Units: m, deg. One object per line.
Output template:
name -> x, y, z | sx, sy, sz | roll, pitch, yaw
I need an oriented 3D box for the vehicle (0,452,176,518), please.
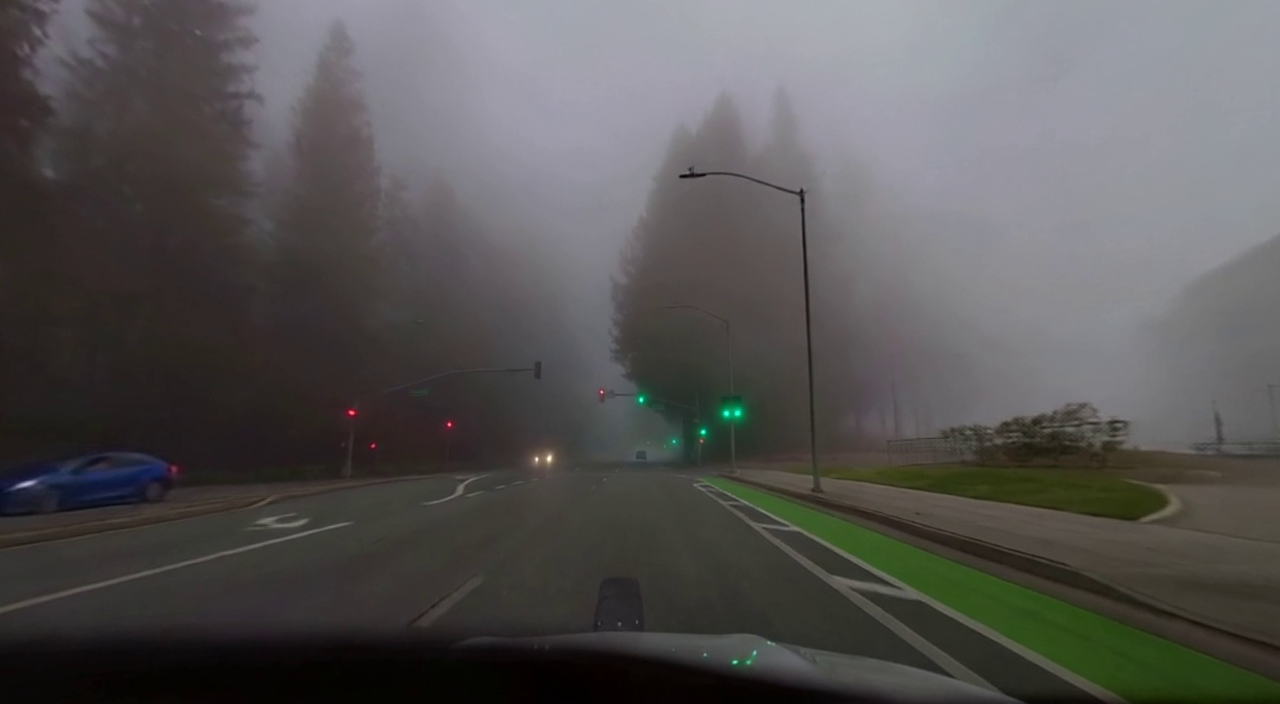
vehicle -> -15.694, 3.603, 17.671 | 1.910, 1.544, 4.387 | 0, -8, 3
